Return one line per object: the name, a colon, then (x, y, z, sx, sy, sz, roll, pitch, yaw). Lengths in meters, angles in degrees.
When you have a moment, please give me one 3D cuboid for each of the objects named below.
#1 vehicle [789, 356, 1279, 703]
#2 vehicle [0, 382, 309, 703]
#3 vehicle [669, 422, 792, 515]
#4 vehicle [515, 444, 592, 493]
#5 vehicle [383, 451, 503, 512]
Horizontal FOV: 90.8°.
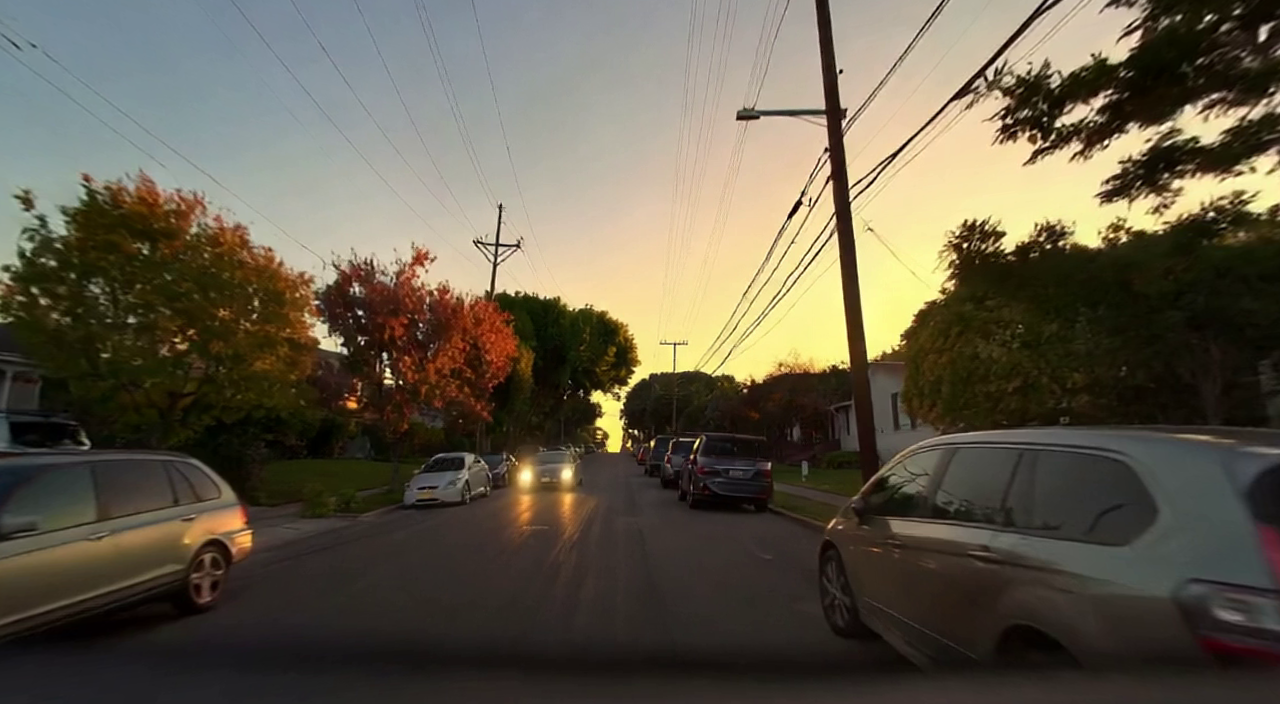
vehicle: (2.296, 0.987, 2.695, 2.034, 1.530, 4.790, 0, -9, -1)
vehicle: (-4.589, 1.259, 4.408, 2.110, 1.875, 4.603, 0, -8, -1)
vehicle: (1.950, 2.704, 15.137, 2.032, 1.839, 4.597, 1, -9, -3)
vehicle: (-2.911, 4.030, 22.334, 2.060, 1.525, 4.876, 0, -8, 0)
vehicle: (-5.321, 3.528, 17.702, 1.932, 1.431, 4.198, -1, -9, 1)
